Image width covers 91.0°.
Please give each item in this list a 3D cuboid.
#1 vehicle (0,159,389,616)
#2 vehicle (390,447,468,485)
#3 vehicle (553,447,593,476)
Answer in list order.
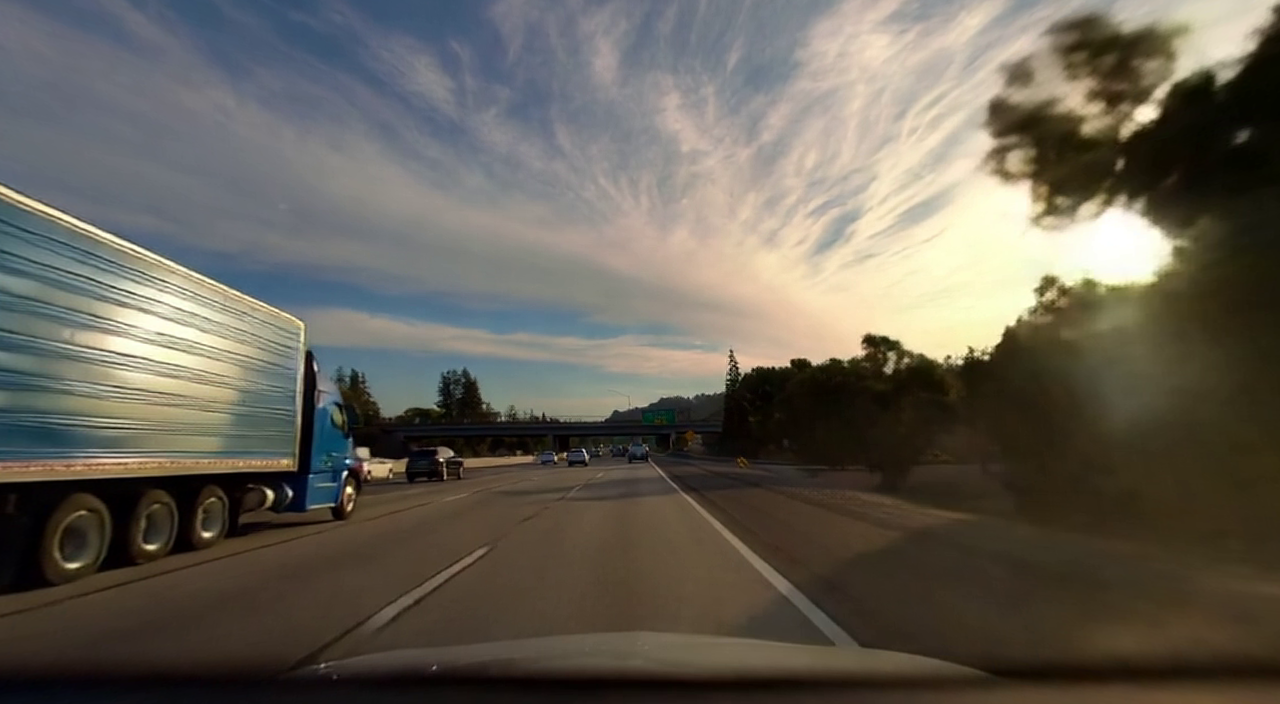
[{"bbox_3d":[-7.157,0.801,8.444,3.303,3.868,10.298,0,-9,0],"label":"vehicle"},{"bbox_3d":[-10.667,5.798,32.343,2.146,1.764,5.510,0,-9,0],"label":"vehicle"},{"bbox_3d":[-4.205,6.962,40.202,2.094,1.695,4.260,0,-9,0],"label":"vehicle"}]
